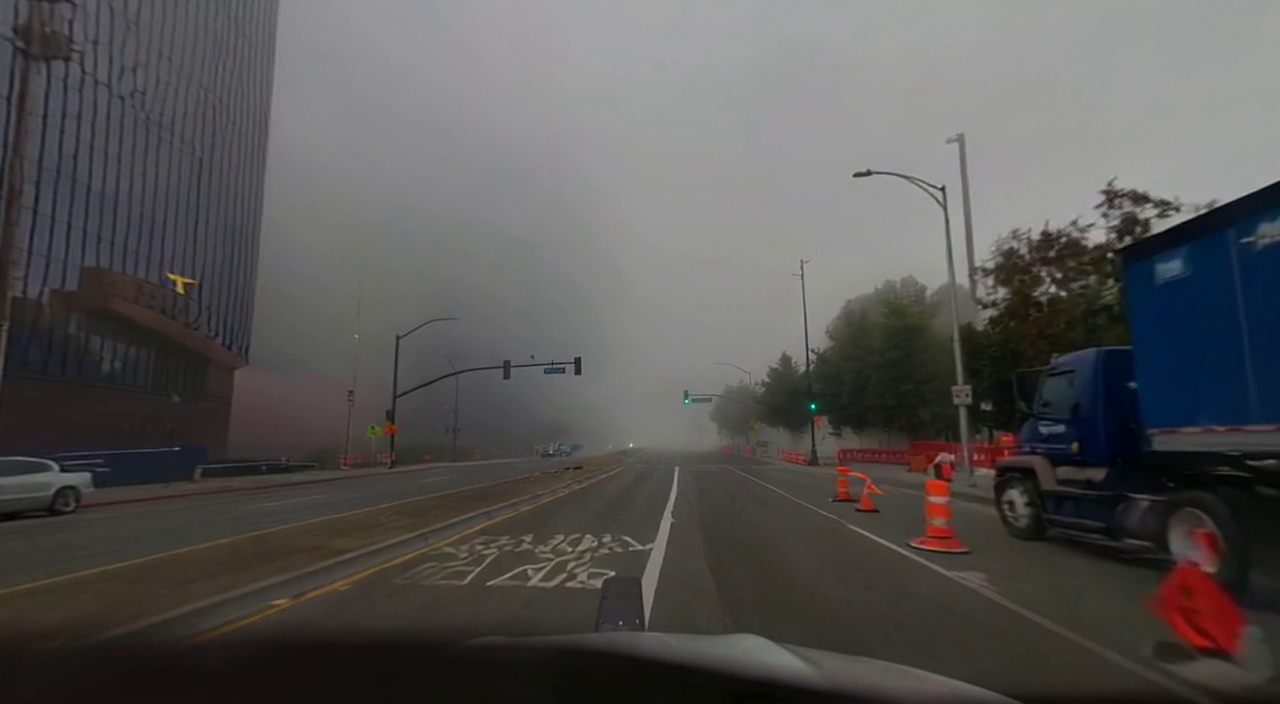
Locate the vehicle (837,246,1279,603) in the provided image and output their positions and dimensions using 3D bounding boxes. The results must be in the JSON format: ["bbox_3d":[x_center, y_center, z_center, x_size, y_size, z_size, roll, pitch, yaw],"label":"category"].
[{"bbox_3d":[6.877,1.481,12.215,3.016,4.240,9.383,0,-9,0],"label":"vehicle"}]

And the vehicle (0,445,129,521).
[{"bbox_3d":[-15.136,3.042,14.887,1.925,1.665,4.893,0,-8,2],"label":"vehicle"}]

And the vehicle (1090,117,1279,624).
[{"bbox_3d":[6.421,-0.289,1.940,3.176,3.913,9.805,0,-8,3],"label":"vehicle"}]
